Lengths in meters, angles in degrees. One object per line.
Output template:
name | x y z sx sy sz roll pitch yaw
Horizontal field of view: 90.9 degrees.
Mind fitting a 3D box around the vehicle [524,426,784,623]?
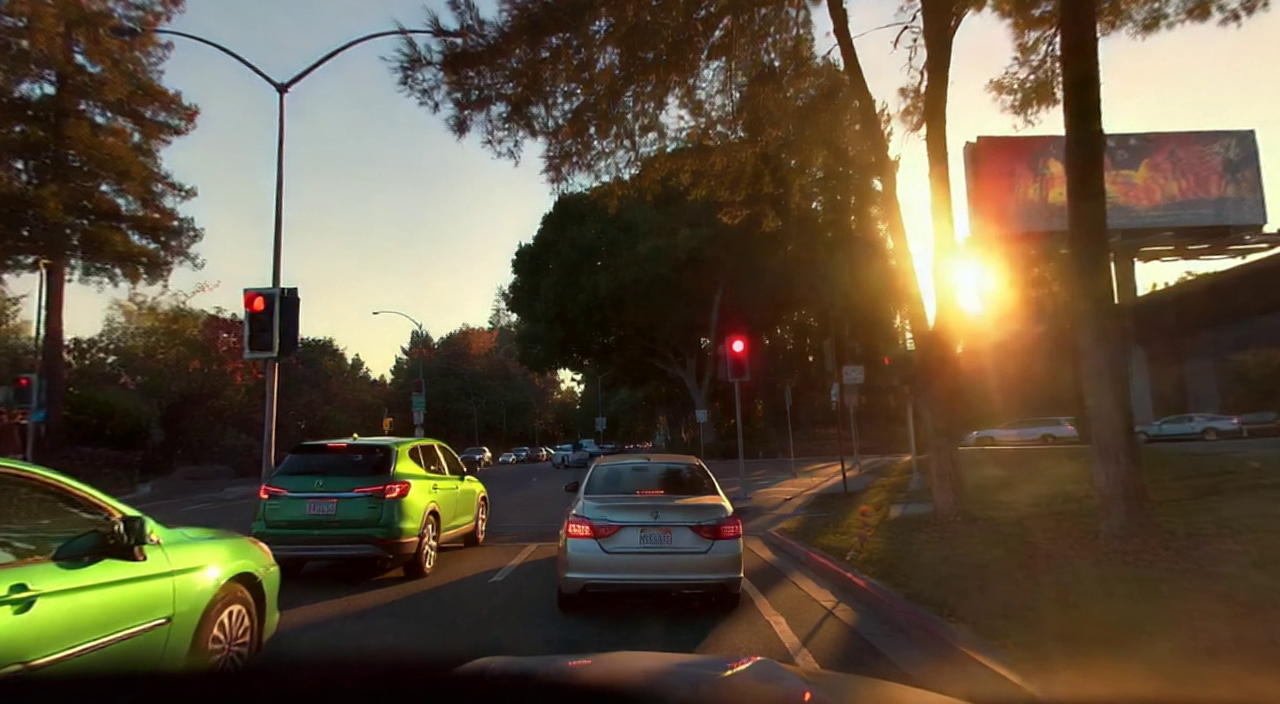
vehicle | 0.039 1.584 6.617 1.977 1.467 3.474 0 -9 -2

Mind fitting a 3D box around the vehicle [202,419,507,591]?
vehicle | -3.174 1.784 8.136 1.950 1.628 4.082 -1 -9 1

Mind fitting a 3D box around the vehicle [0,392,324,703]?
vehicle | -3.154 0.946 2.422 1.808 1.520 3.846 -1 -9 1
